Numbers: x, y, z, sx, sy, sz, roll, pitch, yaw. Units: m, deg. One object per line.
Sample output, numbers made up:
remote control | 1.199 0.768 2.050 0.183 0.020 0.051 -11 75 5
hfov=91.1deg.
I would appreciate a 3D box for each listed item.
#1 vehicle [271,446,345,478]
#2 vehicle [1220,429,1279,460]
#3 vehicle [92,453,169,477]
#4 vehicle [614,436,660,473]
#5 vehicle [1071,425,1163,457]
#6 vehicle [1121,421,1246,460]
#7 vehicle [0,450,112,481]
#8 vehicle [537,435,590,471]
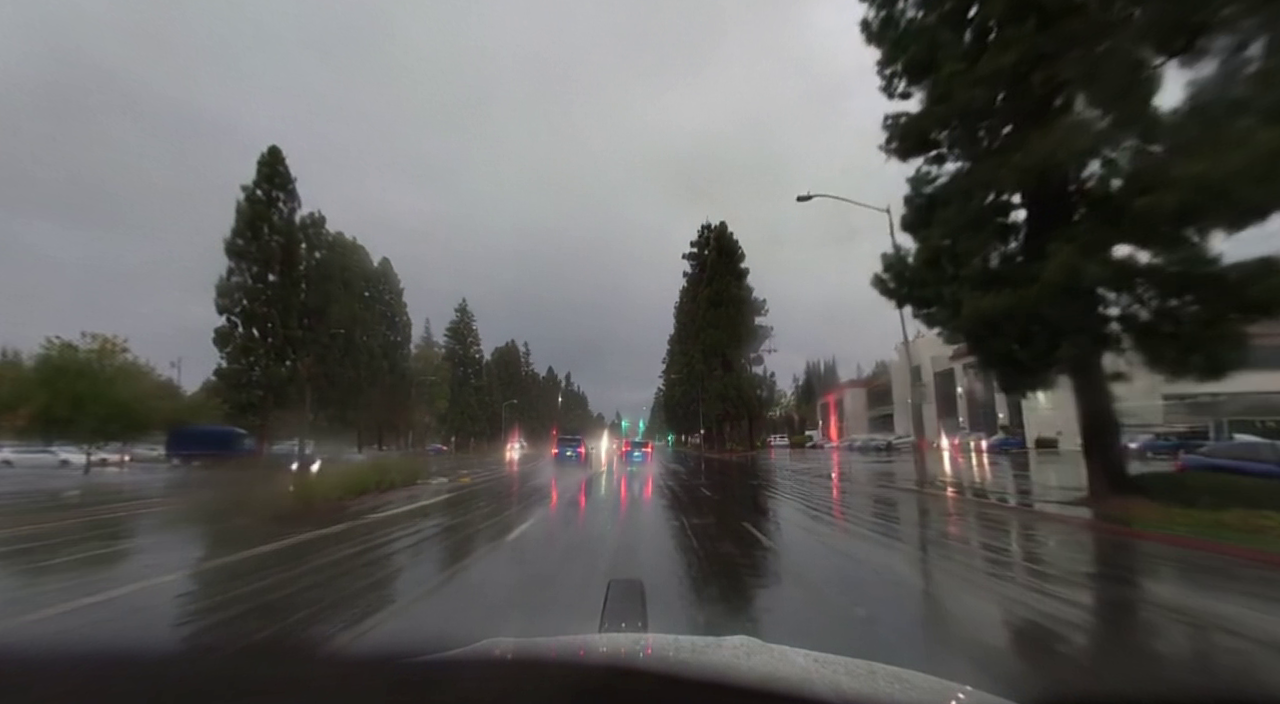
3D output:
vehicle | -19.480 6.459 37.091 1.946 1.725 4.508 0 -8 -1
vehicle | 34.916 5.091 34.656 1.903 1.630 3.895 0 -8 -2
vehicle | -34.259 7.571 42.224 3.654 1.375 1.779 -1 -6 0
vehicle | -0.151 4.874 30.017 2.042 1.641 4.187 0 -8 0
vehicle | 31.404 5.882 41.402 4.175 2.084 2.155 0 -9 1
vehicle | 30.299 4.987 35.302 2.225 1.995 5.253 0 -9 -1
vehicle | -34.409 6.660 37.055 4.697 1.596 2.031 -1 -6 3
vehicle | -3.861 5.198 32.372 2.113 1.713 4.422 0 -8 0
